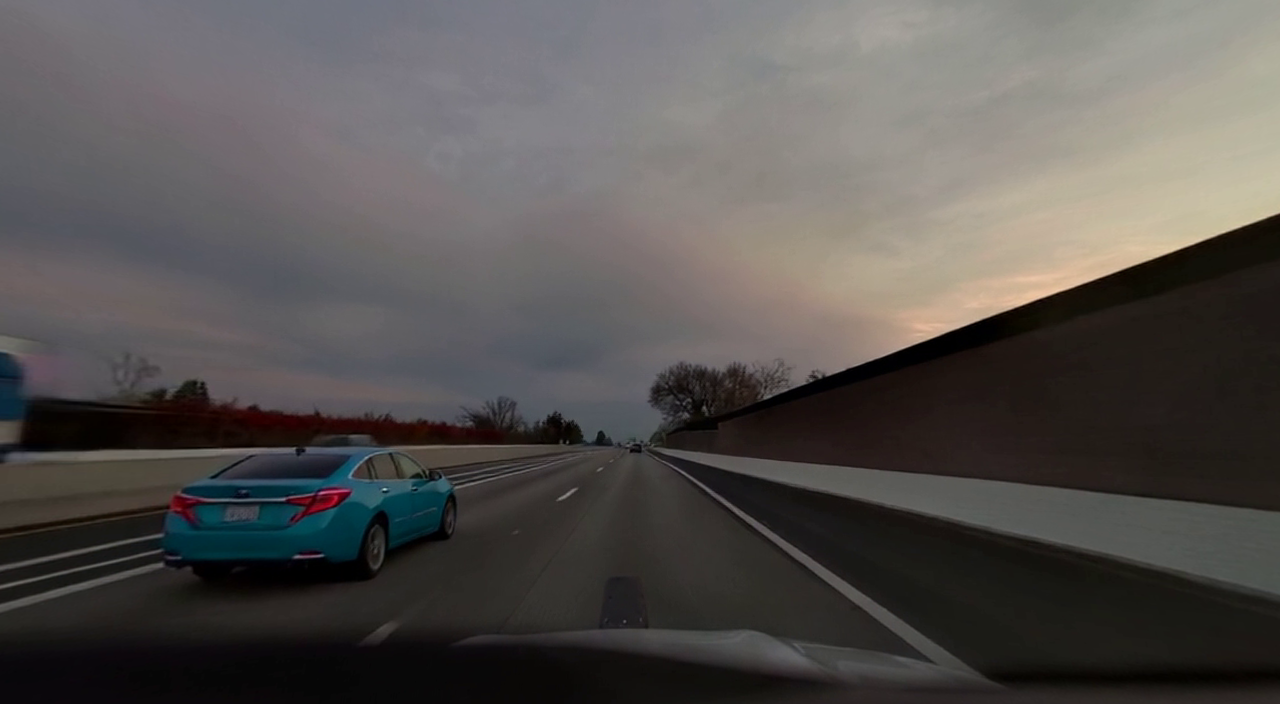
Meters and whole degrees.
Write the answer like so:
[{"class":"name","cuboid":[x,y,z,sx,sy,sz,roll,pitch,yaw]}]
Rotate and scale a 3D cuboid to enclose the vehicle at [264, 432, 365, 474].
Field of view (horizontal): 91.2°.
[{"class":"vehicle","cuboid":[-12.548,3.915,24.500,1.832,1.504,3.901,0,-8,0]}]
